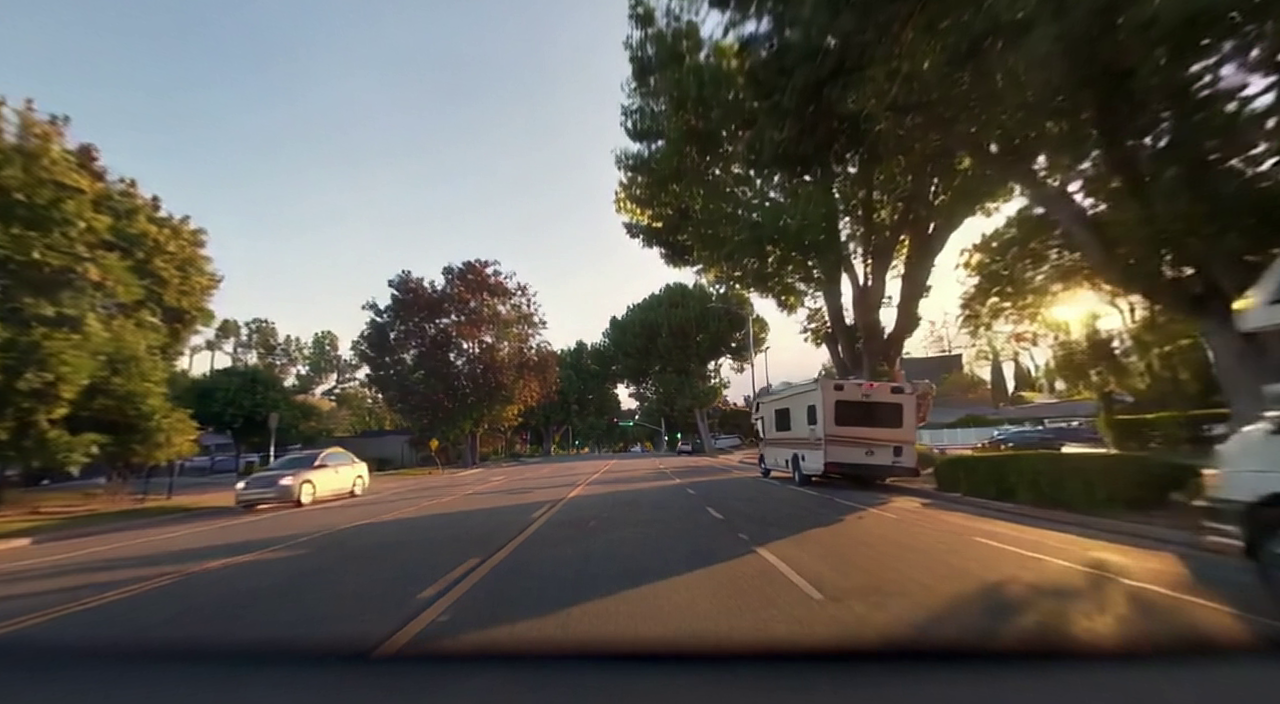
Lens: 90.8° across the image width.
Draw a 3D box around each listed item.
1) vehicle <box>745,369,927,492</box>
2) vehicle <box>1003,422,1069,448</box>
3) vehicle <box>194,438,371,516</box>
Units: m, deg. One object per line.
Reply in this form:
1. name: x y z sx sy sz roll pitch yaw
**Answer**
1. vehicle: 5.992 2.800 21.629 2.944 3.252 9.712 0 -9 -1
2. vehicle: 27.382 5.817 43.852 1.812 1.658 4.365 -1 -8 1
3. vehicle: -9.972 3.465 18.243 2.391 1.843 4.764 -2 -8 -1
